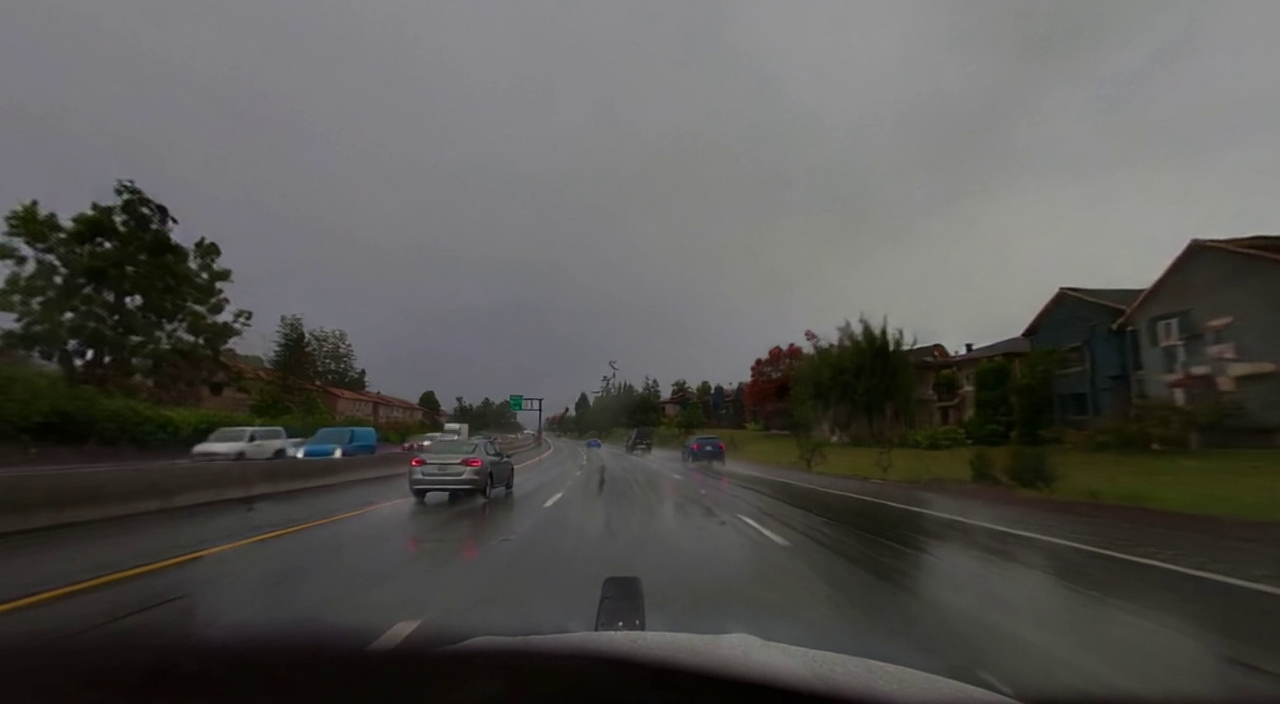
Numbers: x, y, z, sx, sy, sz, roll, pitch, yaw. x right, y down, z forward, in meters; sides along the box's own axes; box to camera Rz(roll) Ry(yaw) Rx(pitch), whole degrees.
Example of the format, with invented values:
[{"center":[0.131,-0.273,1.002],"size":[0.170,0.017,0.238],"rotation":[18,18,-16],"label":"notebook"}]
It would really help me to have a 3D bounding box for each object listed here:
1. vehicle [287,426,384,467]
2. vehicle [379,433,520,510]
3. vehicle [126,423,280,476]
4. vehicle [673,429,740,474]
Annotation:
[{"center":[-13.062,4.097,27.325],"size":[2.160,1.618,4.188],"rotation":[0,-9,-1],"label":"vehicle"},{"center":[-4.254,2.729,14.912],"size":[2.036,1.528,4.400],"rotation":[0,-9,-1],"label":"vehicle"},{"center":[-17.220,3.892,25.350],"size":[2.353,1.866,5.671],"rotation":[0,-9,-3],"label":"vehicle"},{"center":[2.638,4.111,26.196],"size":[2.092,1.686,4.188],"rotation":[0,-9,-3],"label":"vehicle"}]
